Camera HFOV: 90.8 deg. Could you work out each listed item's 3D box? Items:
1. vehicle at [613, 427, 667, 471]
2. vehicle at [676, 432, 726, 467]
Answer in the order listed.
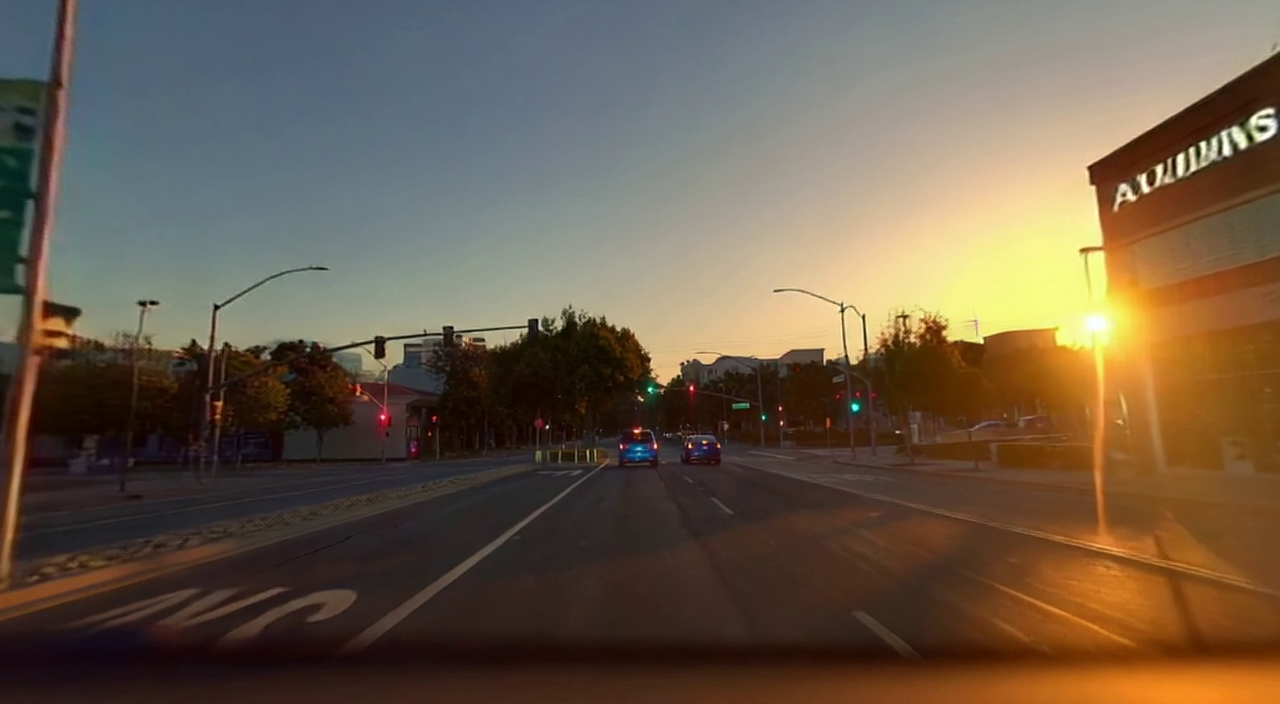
[{"bbox_3d":[-0.098,4.714,30.845,2.413,1.939,4.716,0,-8,-2],"label":"vehicle"},{"bbox_3d":[3.222,5.228,34.074,2.107,1.736,4.228,0,-8,-2],"label":"vehicle"}]
